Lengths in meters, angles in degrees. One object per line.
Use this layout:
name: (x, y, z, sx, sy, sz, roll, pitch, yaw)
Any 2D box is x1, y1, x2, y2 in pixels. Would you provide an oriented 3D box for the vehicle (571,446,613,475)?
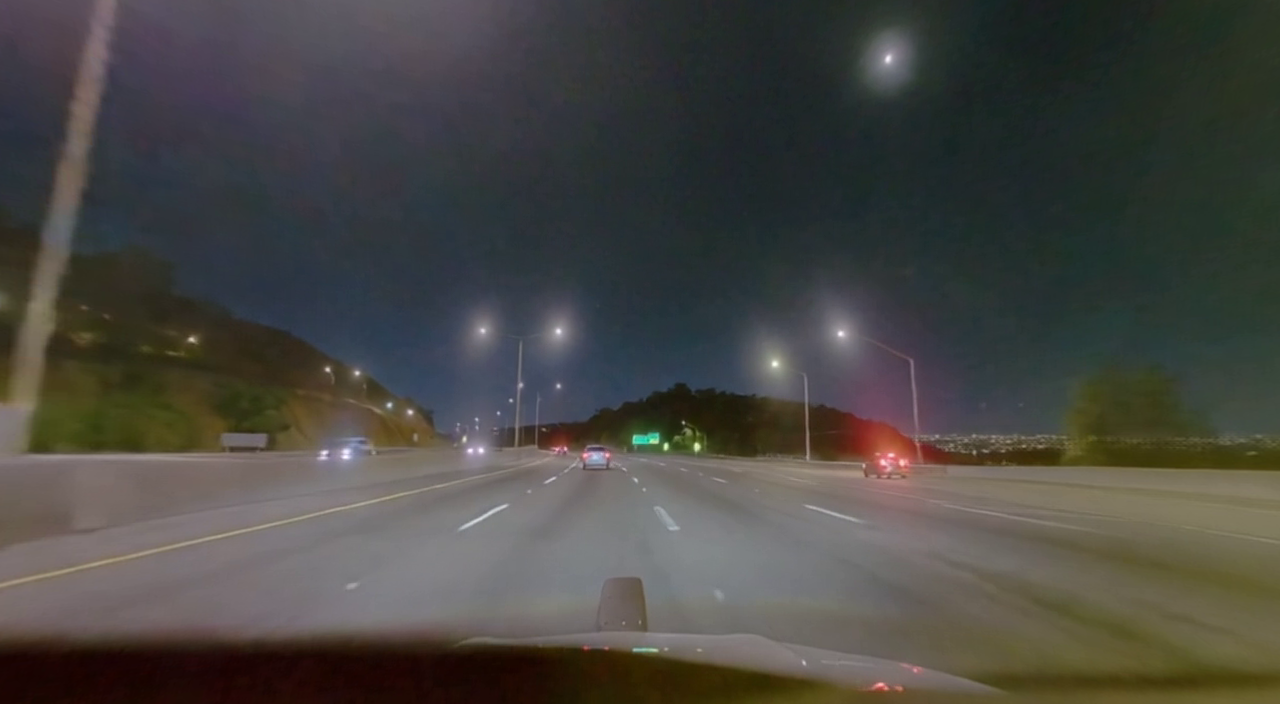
vehicle: (-2.621, 5.981, 35.048, 2.193, 1.497, 4.337, 0, -9, -3)

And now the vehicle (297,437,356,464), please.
vehicle: (-23.564, 7.436, 47.657, 2.112, 1.852, 4.999, 0, -9, -3)
